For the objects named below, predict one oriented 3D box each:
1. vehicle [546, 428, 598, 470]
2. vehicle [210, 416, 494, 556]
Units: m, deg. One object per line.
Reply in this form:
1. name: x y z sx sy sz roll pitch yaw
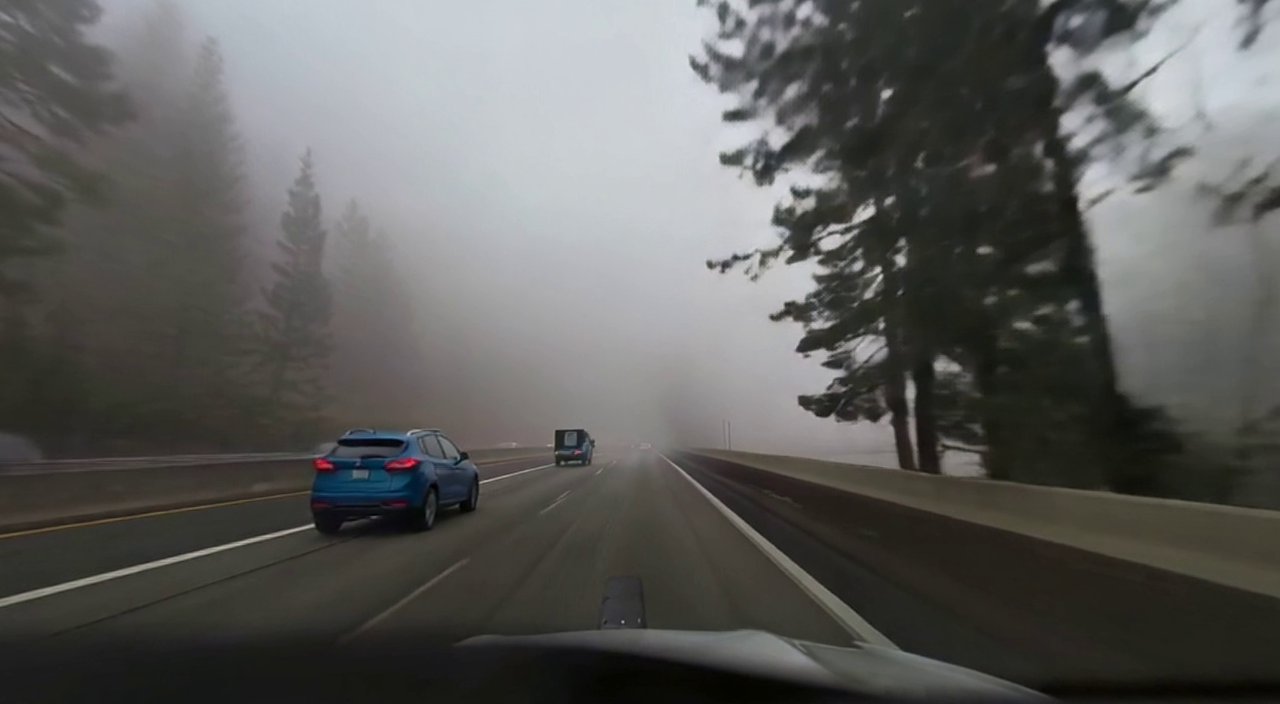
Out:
1. vehicle: -3.656 5.322 34.578 2.241 2.095 4.985 0 -8 1
2. vehicle: -3.855 1.874 9.589 2.053 1.589 4.671 0 -8 1
